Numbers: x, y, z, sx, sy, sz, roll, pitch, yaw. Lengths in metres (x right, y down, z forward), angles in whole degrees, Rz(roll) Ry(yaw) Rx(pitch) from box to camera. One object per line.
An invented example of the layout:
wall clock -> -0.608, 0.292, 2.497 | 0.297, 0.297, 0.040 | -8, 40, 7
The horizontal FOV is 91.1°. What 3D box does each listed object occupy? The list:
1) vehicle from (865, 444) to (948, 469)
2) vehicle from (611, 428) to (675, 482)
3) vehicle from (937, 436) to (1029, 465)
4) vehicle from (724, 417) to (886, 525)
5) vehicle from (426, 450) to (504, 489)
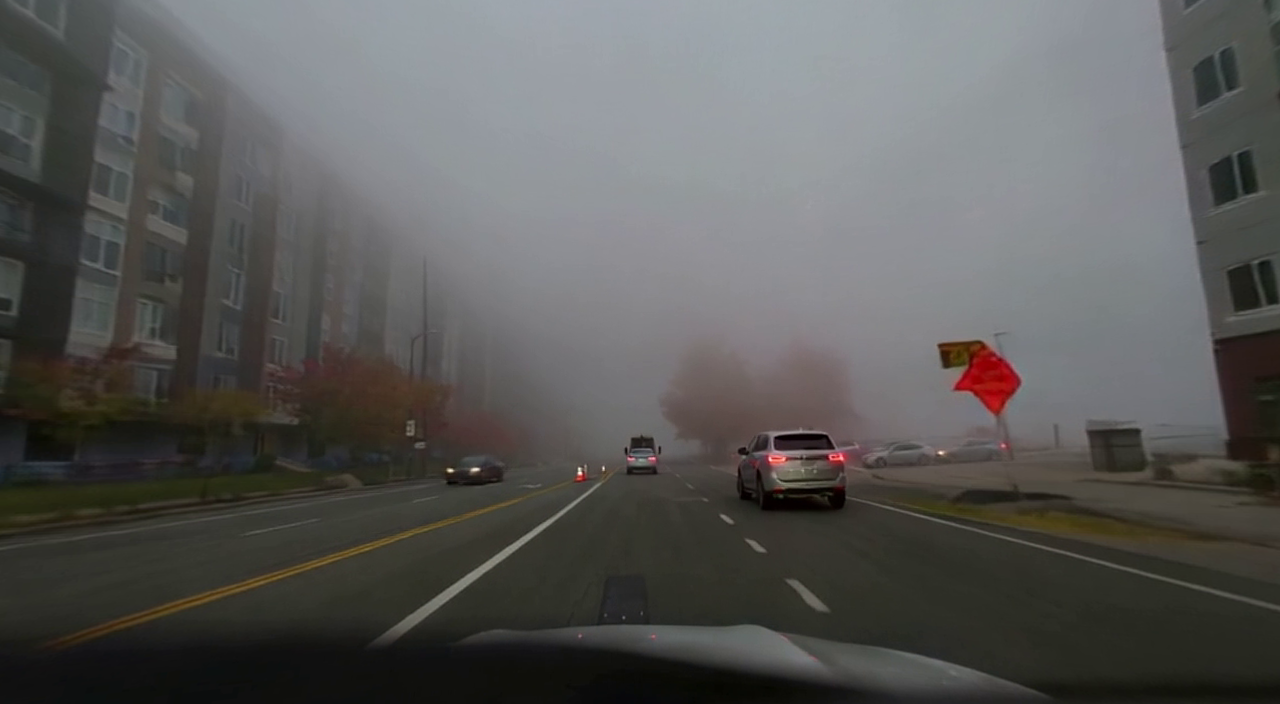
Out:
vehicle -> 17.010, 6.651, 40.146 | 4.568, 1.478, 1.900 | 2, -9, -13
vehicle -> 0.181, 5.020, 30.904 | 2.762, 2.309, 6.723 | 0, -9, 1
vehicle -> 22.102, 6.339, 40.577 | 4.629, 1.756, 2.124 | 0, -8, -2
vehicle -> 3.183, 2.441, 13.512 | 2.120, 1.828, 5.531 | -1, -8, 2
vehicle -> -7.363, 4.979, 26.870 | 1.891, 1.496, 4.144 | -1, -9, 4
